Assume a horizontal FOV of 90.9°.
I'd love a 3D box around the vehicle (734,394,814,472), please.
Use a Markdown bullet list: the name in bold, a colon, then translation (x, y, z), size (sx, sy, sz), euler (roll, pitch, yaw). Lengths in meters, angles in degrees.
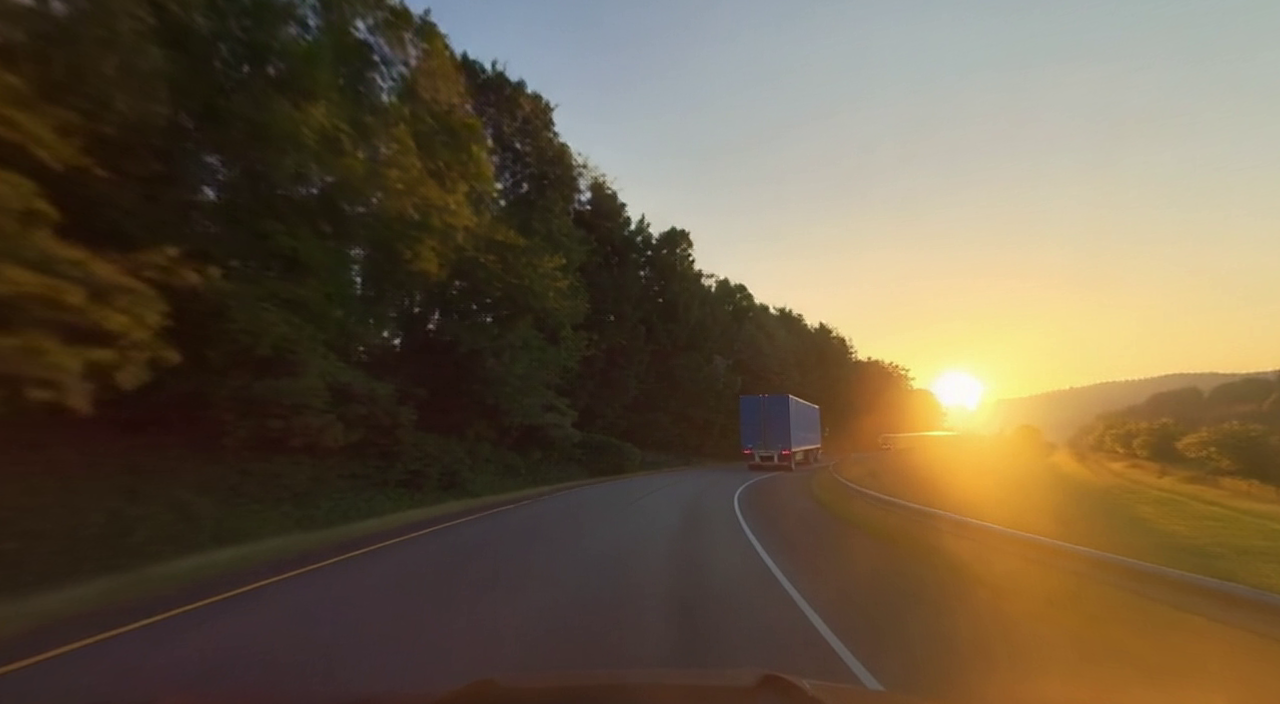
- **vehicle**: translation (9.052, 5.442, 40.847), size (3.087, 4.178, 13.682), euler (-3, -9, 20)
